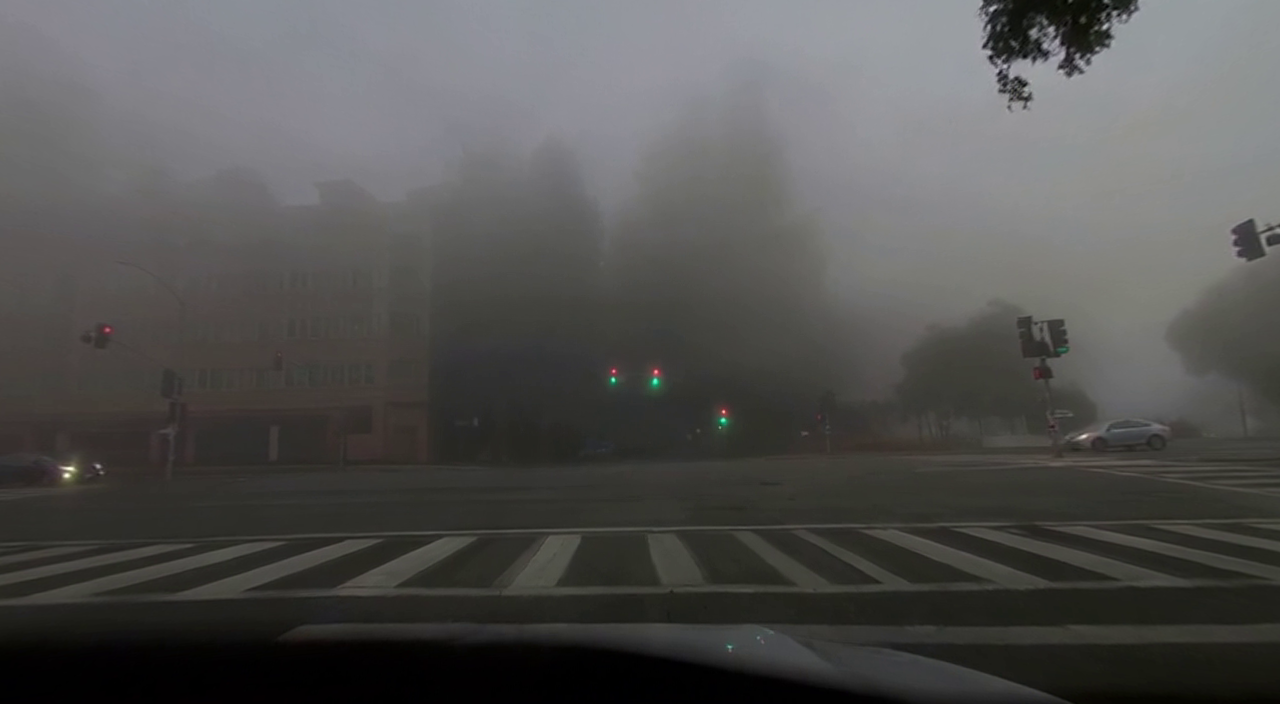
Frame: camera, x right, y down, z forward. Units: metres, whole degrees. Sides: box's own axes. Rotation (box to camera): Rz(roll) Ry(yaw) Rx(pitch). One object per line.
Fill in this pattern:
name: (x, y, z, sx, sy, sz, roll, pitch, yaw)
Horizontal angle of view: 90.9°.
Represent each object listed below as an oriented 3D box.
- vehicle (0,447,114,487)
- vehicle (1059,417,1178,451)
vehicle: (-25.202, 4.822, 26.607, 4.332, 1.573, 1.900, 0, -8, 3)
vehicle: (24.727, 4.261, 32.706, 4.483, 1.691, 1.949, 0, -8, 2)
